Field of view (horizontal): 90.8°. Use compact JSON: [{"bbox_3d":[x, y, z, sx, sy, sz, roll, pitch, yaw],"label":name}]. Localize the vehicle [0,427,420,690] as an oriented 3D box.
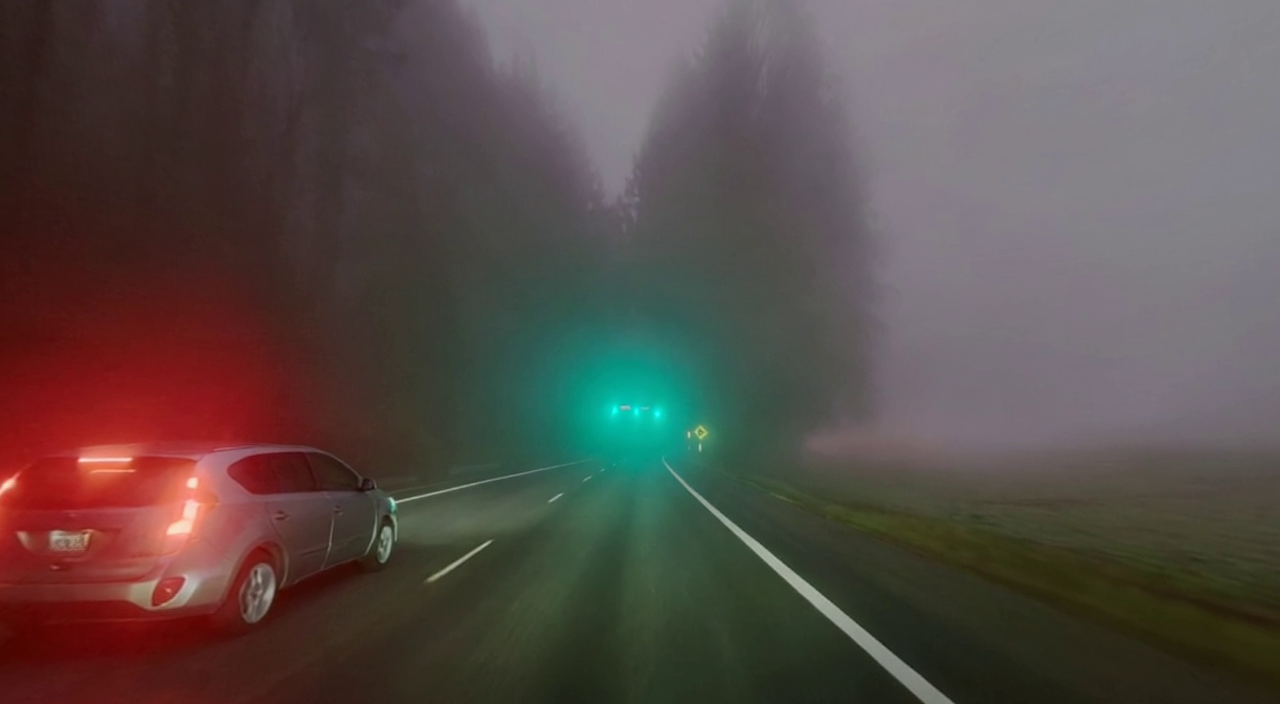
[{"bbox_3d":[-3.692,1.445,5.630,1.946,1.437,4.154,0,-8,0],"label":"vehicle"}]
